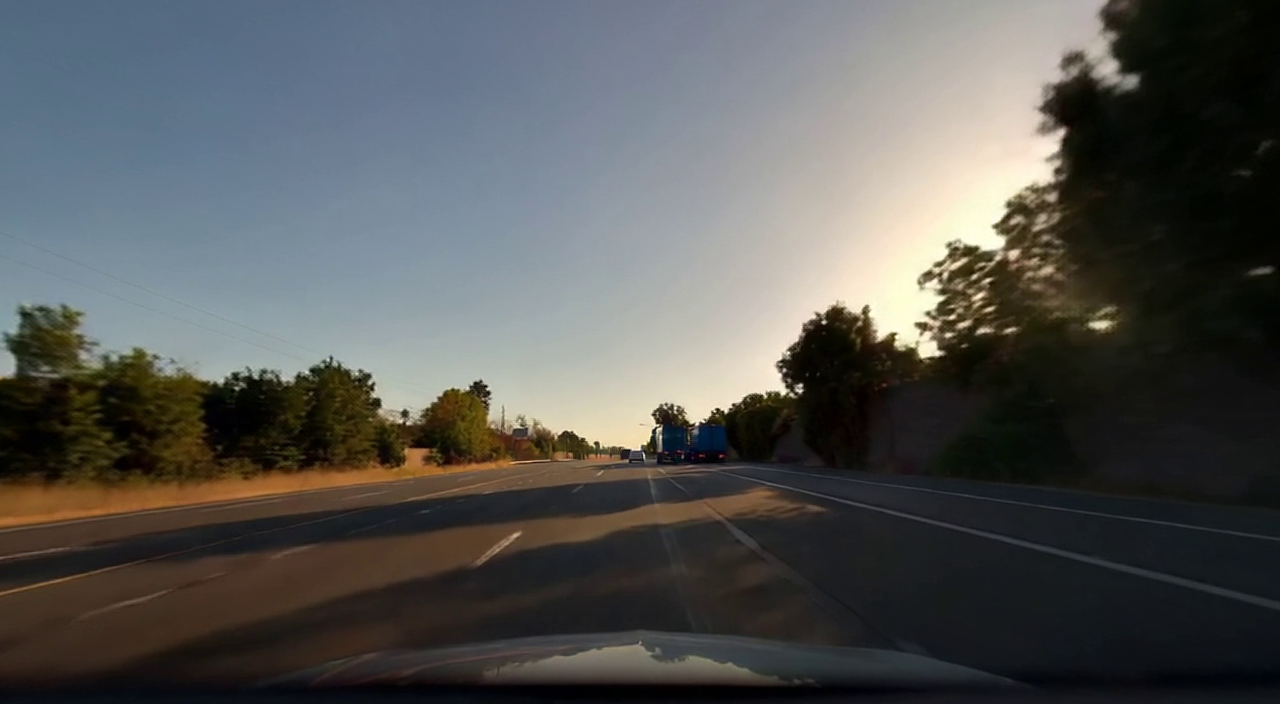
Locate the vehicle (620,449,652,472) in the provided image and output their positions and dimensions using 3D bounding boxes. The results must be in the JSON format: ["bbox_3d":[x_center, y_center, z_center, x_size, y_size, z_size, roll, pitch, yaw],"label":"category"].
[{"bbox_3d":[-0.310,7.327,42.503,2.083,1.473,3.923,0,-9,-1],"label":"vehicle"}]
